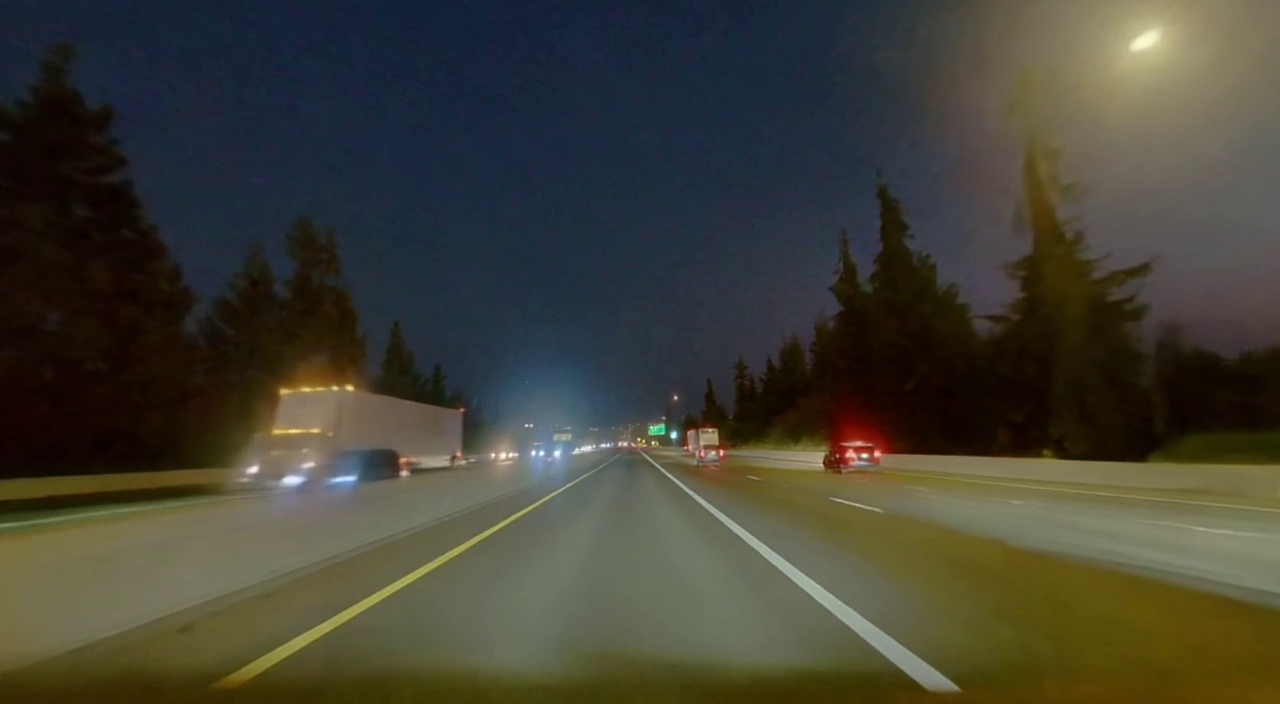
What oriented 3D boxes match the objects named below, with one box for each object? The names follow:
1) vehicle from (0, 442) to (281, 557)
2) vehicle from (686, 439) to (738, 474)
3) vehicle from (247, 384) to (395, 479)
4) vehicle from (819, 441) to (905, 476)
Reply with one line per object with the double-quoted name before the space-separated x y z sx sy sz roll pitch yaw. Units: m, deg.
"vehicle" -7.247 2.097 9.606 1.543 1.401 3.404 0 -9 0
"vehicle" 3.579 5.265 31.983 2.018 1.600 4.121 0 -9 -2
"vehicle" -15.250 3.969 31.106 3.221 4.078 7.386 0 -9 1
"vehicle" 10.184 4.922 29.458 1.987 1.502 5.130 0 -9 -2
